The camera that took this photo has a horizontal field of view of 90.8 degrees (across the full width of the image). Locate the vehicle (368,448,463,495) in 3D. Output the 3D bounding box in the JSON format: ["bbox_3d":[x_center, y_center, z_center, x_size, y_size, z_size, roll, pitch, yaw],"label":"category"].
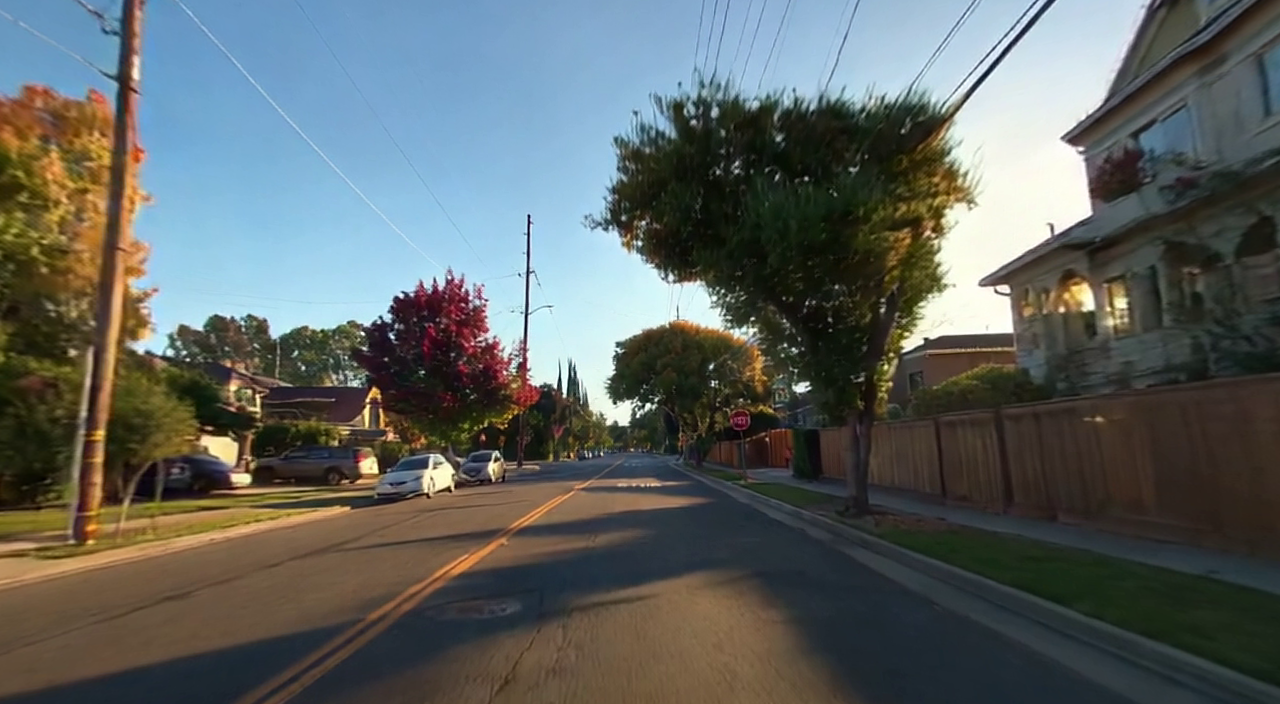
[{"bbox_3d":[-8.548,4.556,24.491,1.950,1.627,4.027,-1,-8,4],"label":"vehicle"}]

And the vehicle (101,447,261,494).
[{"bbox_3d":[-17.967,4.625,25.021,4.539,1.737,2.098,2,-9,-14],"label":"vehicle"}]

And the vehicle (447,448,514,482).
[{"bbox_3d":[-8.465,5.980,33.851,2.047,1.679,3.948,-1,-9,8],"label":"vehicle"}]

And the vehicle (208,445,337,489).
[{"bbox_3d":[-16.223,5.071,28.109,4.364,1.802,2.122,1,-9,-7],"label":"vehicle"}]
